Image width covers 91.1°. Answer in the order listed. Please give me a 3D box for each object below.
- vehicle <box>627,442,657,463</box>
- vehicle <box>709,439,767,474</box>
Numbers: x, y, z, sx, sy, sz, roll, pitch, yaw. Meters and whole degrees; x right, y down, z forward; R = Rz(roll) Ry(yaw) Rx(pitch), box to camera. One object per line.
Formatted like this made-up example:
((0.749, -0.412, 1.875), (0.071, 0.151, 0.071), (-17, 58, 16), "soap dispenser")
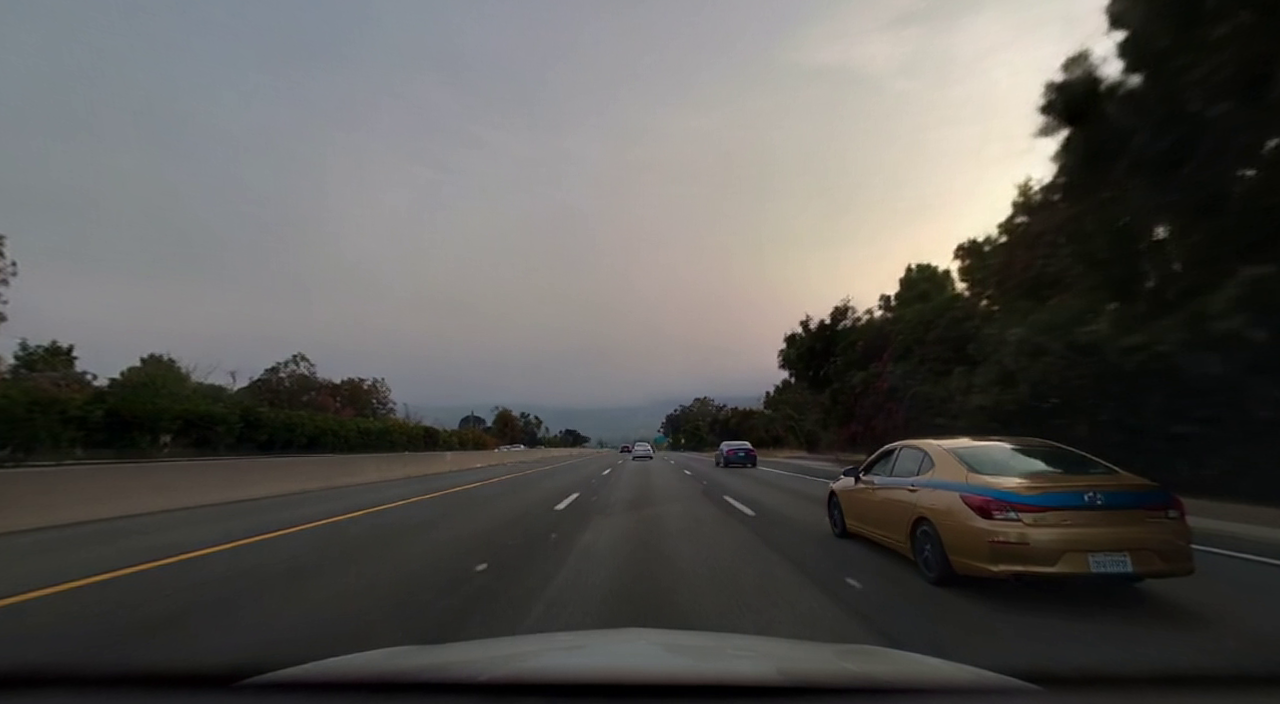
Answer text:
((0.123, 7.341, 45.859), (2.052, 1.449, 3.857), (0, -8, 0), "vehicle")
((4.583, 4.982, 30.133), (2.008, 1.524, 4.598), (0, -8, 0), "vehicle")
